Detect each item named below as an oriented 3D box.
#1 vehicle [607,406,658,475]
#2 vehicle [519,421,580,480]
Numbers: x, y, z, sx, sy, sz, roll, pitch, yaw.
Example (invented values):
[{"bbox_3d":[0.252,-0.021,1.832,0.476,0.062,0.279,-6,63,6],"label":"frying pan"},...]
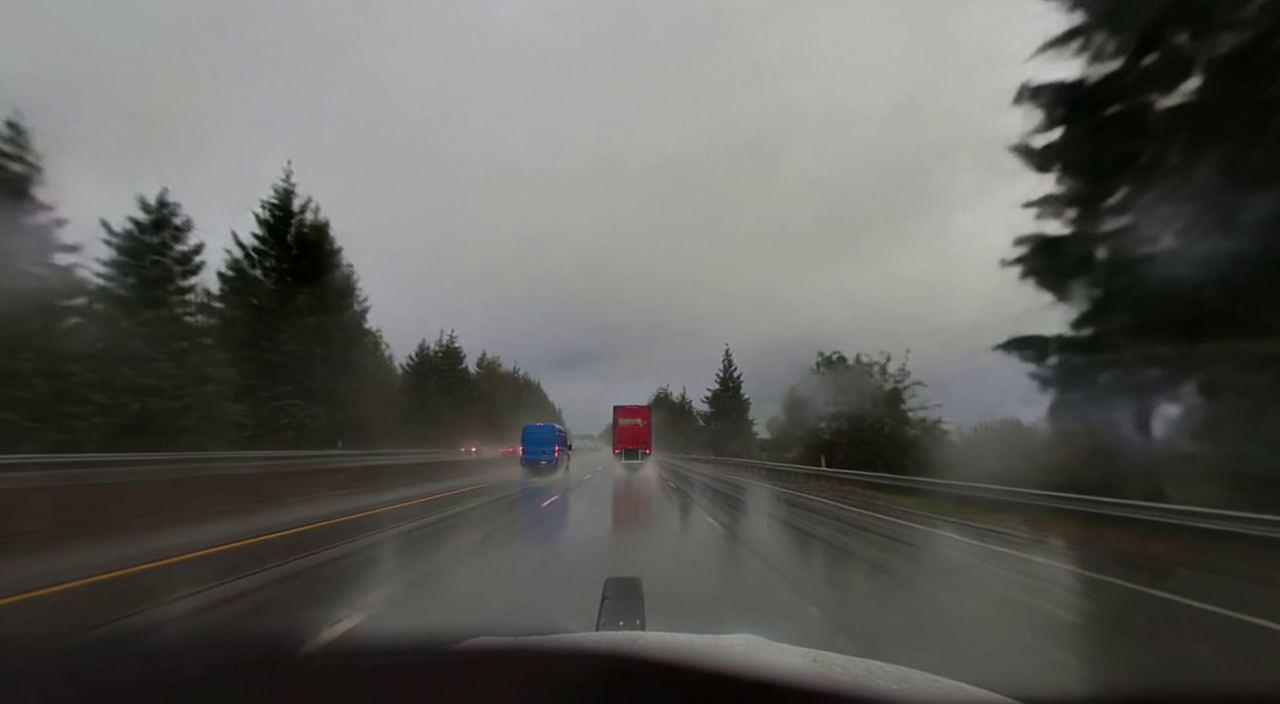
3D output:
[{"bbox_3d":[-0.574,5.996,42.267,2.995,4.036,10.311,0,-9,-1],"label":"vehicle"},{"bbox_3d":[-4.634,5.226,33.461,2.357,2.786,6.144,0,-9,-1],"label":"vehicle"}]
